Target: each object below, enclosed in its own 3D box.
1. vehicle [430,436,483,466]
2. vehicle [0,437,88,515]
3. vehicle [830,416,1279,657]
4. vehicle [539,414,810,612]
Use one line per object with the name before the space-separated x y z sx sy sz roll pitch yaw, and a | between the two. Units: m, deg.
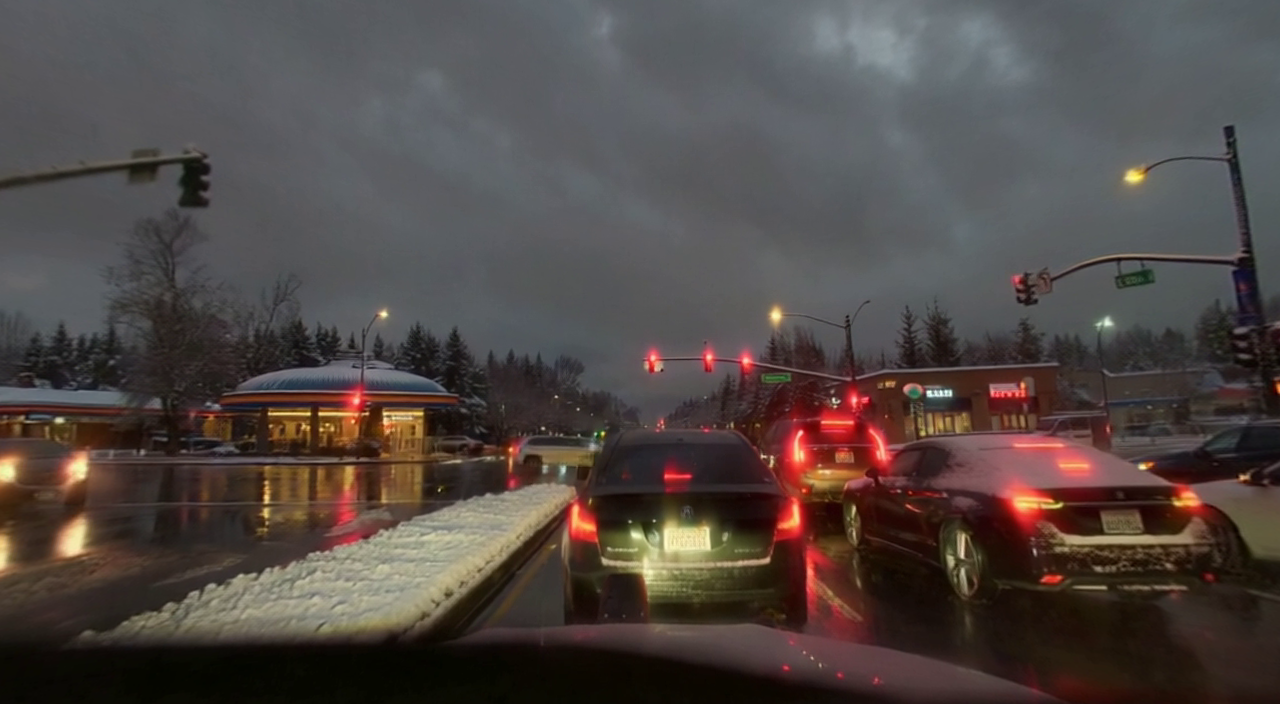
vehicle | -12.112 6.565 41.942 2.122 1.829 4.559 0 -8 0
vehicle | -16.515 3.152 16.440 4.841 1.783 2.203 -7 -11 38
vehicle | 3.521 1.482 6.232 1.883 1.480 4.489 0 -8 0
vehicle | 0.216 1.522 6.843 2.073 1.496 3.892 0 -8 -1
